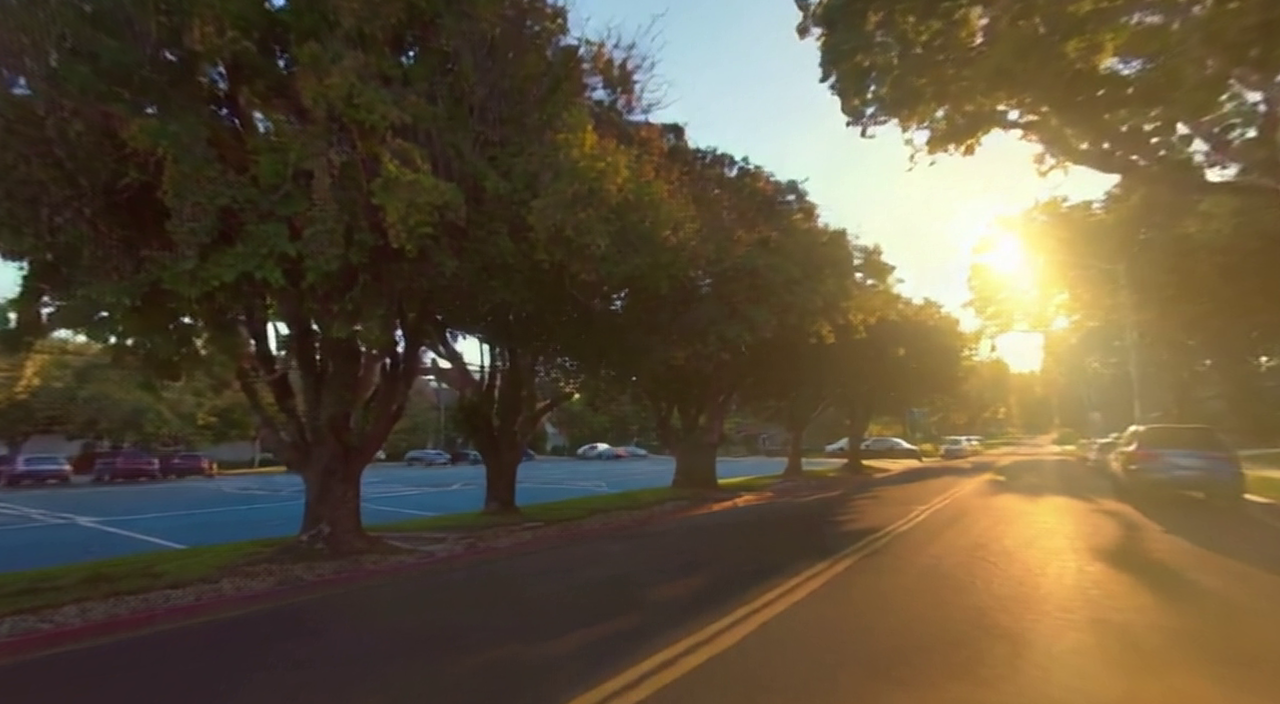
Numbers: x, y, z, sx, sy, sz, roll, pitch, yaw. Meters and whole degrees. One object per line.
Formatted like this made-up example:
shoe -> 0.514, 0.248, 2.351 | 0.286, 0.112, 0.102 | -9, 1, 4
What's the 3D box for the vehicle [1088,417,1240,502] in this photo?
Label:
vehicle -> 12.777, 2.628, 15.754 | 2.204, 1.776, 4.262 | -5, -10, 31
